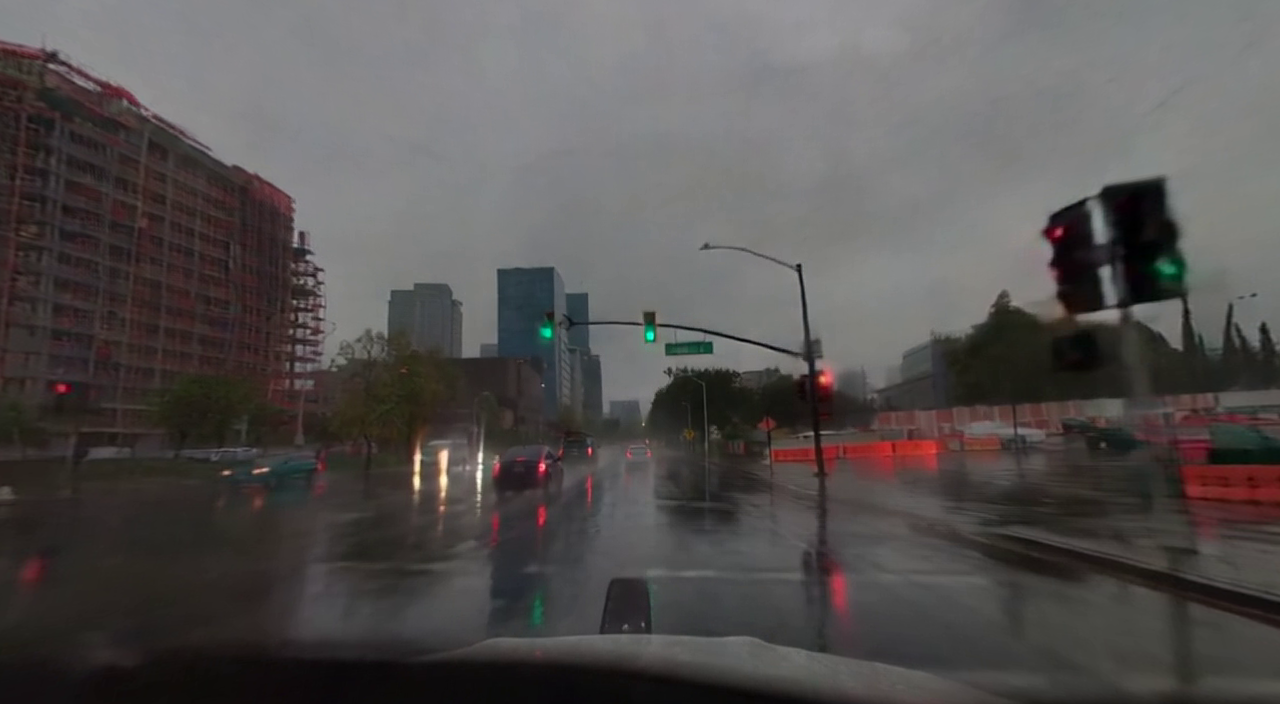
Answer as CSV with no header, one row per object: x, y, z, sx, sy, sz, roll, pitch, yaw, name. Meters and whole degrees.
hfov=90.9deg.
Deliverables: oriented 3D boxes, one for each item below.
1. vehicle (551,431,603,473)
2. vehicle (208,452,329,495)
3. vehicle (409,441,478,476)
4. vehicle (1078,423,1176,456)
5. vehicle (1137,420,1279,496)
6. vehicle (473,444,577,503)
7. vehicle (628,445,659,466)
-3.276,5.334,33.621,2.240,2.054,4.662,0,-9,1,vehicle
-14.709,4.793,25.349,1.935,1.481,4.702,-1,-9,1,vehicle
-11.369,6.182,36.946,2.291,1.890,4.998,-1,-9,1,vehicle
27.983,5.058,36.387,4.014,1.681,1.834,-2,-10,22,vehicle
12.103,2.126,12.875,3.244,1.374,1.508,3,-9,-22,vehicle
-3.015,3.283,17.566,1.959,1.406,4.527,0,-9,1,vehicle
0.256,7.482,45.876,2.171,1.422,4.146,0,-9,0,vehicle
